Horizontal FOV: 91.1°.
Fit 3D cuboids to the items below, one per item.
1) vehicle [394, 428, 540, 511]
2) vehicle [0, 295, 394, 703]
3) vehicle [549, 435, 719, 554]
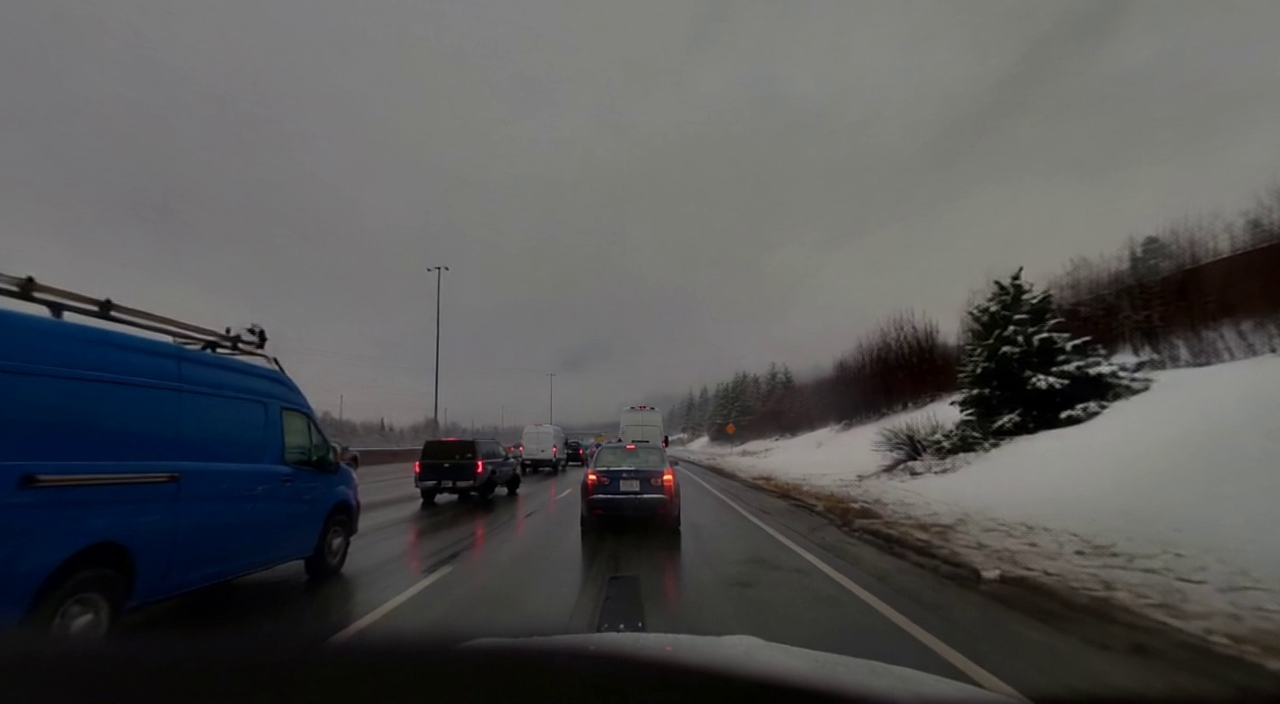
[{"bbox_3d":[-3.869,2.720,15.019,2.114,1.657,4.432,0,-8,2],"label":"vehicle"},{"bbox_3d":[-3.871,1.009,4.638,2.142,1.952,4.556,0,-8,1],"label":"vehicle"},{"bbox_3d":[-0.061,2.033,9.703,2.054,1.421,4.090,0,-8,0],"label":"vehicle"}]
